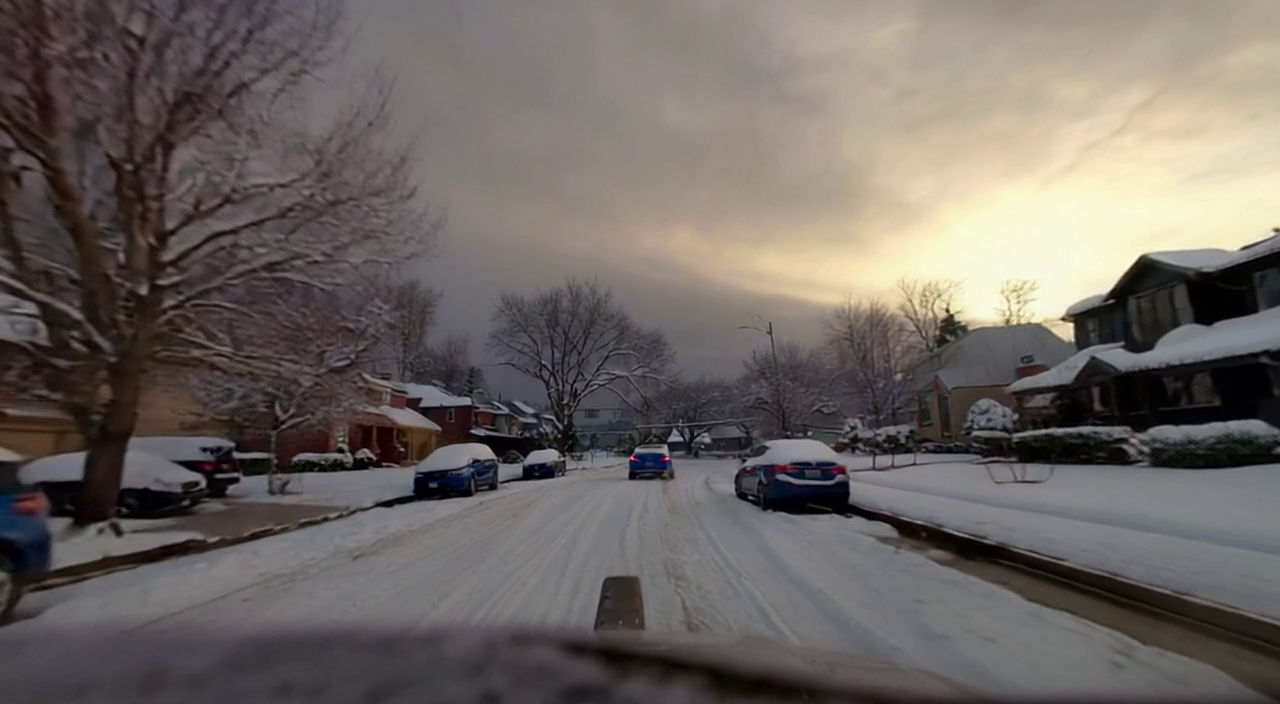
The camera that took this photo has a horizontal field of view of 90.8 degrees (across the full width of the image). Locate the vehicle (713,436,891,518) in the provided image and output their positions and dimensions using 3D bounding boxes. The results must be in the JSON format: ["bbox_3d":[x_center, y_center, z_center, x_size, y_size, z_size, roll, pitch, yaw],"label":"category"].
[{"bbox_3d":[3.327,2.697,14.181,2.429,1.502,4.474,1,-9,-5],"label":"vehicle"}]

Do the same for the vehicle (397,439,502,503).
[{"bbox_3d":[-6.440,4.067,21.997,2.235,1.851,4.662,-2,-9,0],"label":"vehicle"}]

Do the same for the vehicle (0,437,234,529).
[{"bbox_3d":[-12.734,3.118,15.330,4.461,1.717,1.936,-4,-7,-4],"label":"vehicle"}]

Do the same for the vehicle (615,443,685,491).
[{"bbox_3d":[0.429,3.951,22.034,2.192,1.474,4.192,-1,-9,3],"label":"vehicle"}]

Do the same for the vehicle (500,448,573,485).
[{"bbox_3d":[-5.562,6.210,34.605,2.641,1.747,4.738,-4,-9,7],"label":"vehicle"}]

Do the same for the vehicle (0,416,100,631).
[{"bbox_3d":[-6.444,1.282,3.812,2.254,1.773,4.795,-3,-8,-2],"label":"vehicle"}]
